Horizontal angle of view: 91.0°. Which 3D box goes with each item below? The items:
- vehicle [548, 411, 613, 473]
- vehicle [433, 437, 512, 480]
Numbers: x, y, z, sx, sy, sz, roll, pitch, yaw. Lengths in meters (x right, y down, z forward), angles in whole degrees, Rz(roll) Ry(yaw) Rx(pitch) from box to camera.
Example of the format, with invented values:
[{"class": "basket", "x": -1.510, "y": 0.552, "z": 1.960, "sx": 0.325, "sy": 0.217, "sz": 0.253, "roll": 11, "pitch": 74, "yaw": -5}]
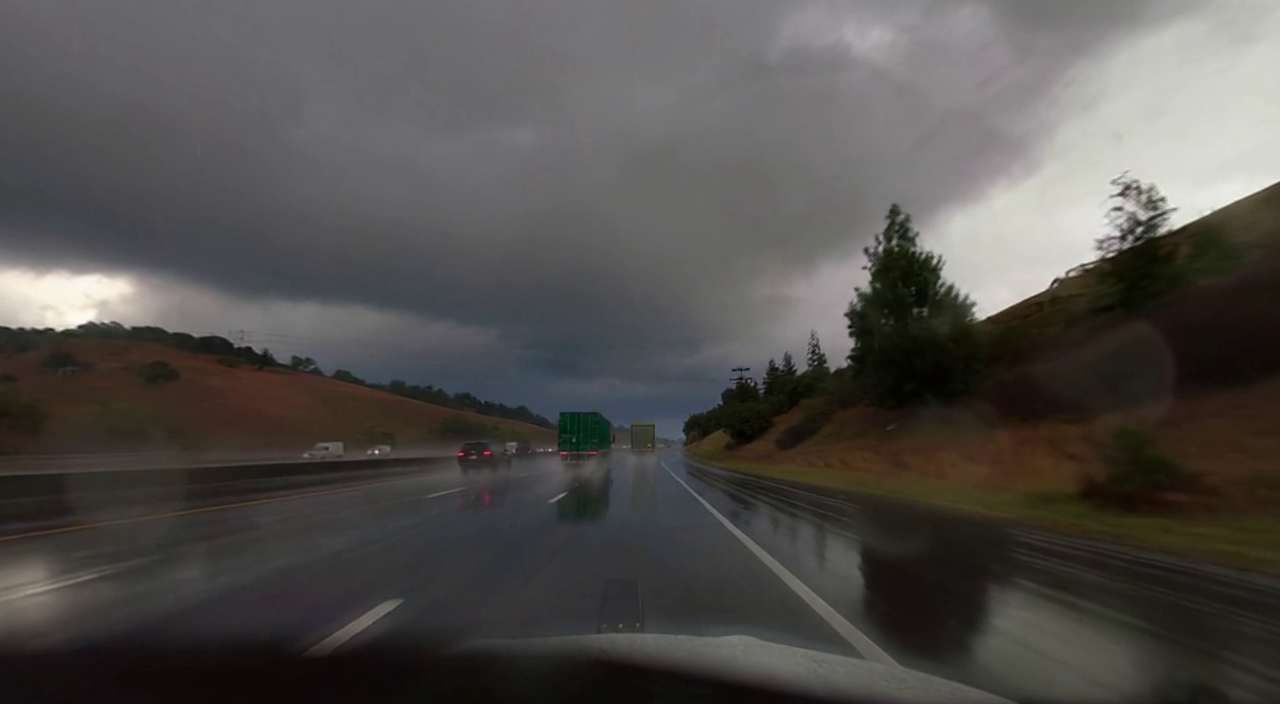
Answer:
[{"class": "vehicle", "x": -3.420, "y": 5.622, "z": 39.125, "sx": 2.789, "sy": 3.271, "sz": 10.894, "roll": 0, "pitch": -9, "yaw": 1}, {"class": "vehicle", "x": -7.363, "y": 4.749, "z": 28.256, "sx": 2.125, "sy": 1.725, "sz": 4.715, "roll": 0, "pitch": -9, "yaw": 1}]
